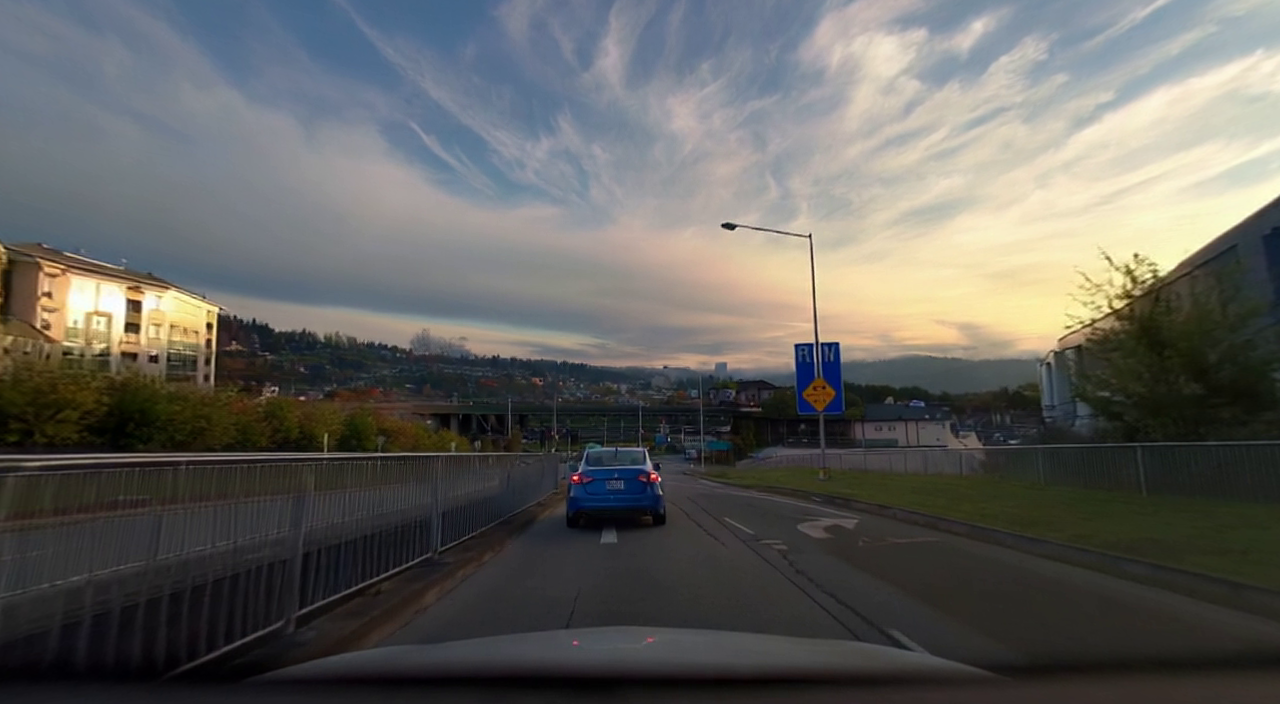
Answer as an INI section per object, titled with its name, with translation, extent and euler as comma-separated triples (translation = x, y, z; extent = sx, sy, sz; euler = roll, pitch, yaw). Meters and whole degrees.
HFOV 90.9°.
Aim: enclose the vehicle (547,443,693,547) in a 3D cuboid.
[vehicle]
translation = -0.309, 2.334, 10.966
extent = 2.063, 1.442, 3.933
euler = 0, -9, -1
